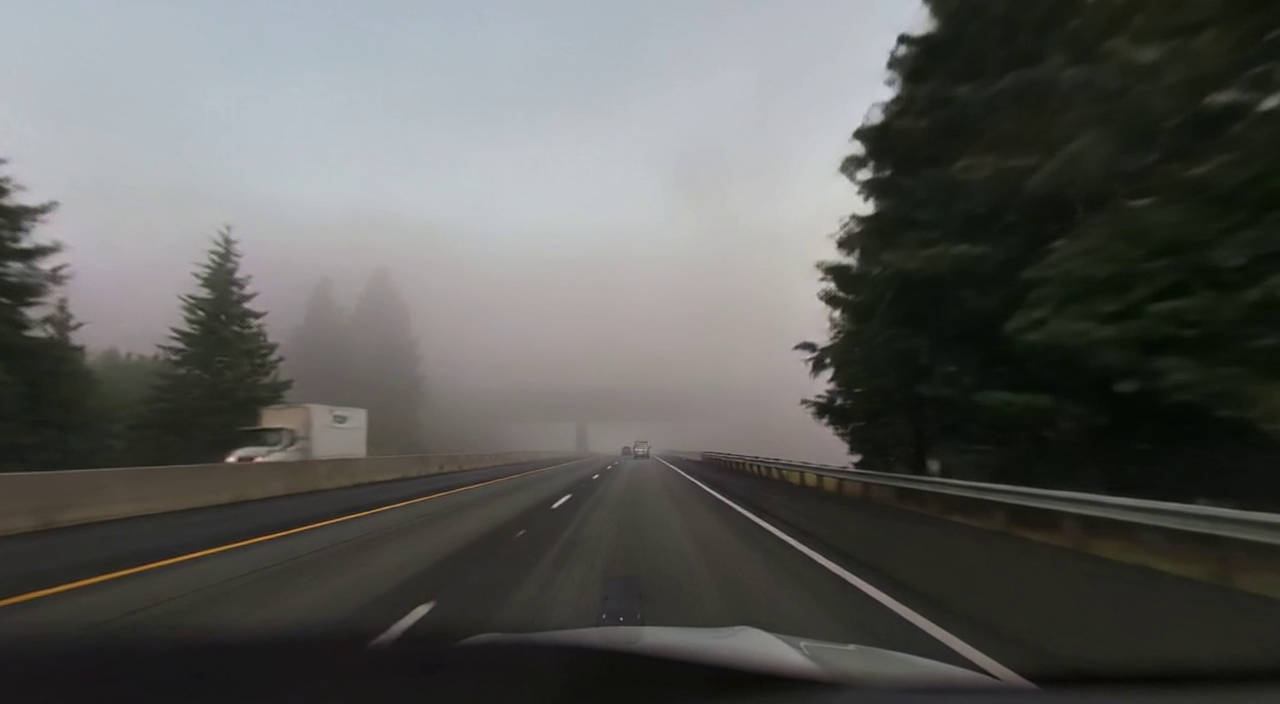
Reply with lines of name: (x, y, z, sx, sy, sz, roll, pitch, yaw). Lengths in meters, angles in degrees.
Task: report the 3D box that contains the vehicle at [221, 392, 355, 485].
vehicle: (-16.642, 4.198, 30.415, 3.007, 3.979, 5.840, 0, -9, -1)
